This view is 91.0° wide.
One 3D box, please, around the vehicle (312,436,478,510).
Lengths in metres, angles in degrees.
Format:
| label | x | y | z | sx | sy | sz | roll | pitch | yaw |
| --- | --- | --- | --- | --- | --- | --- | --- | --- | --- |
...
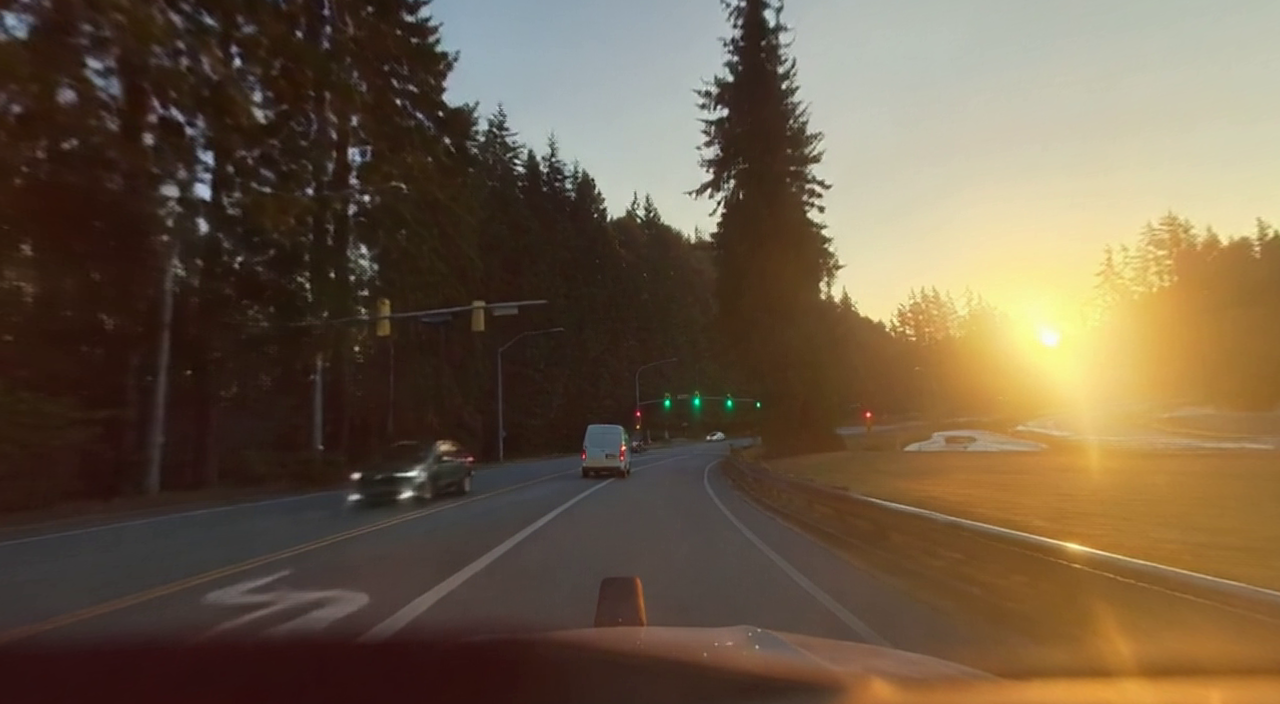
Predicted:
| label | x | y | z | sx | sy | sz | roll | pitch | yaw |
| --- | --- | --- | --- | --- | --- | --- | --- | --- | --- |
| vehicle | -5.489 | 2.759 | 14.855 | 1.968 | 1.460 | 4.486 | 0 | -8 | 2 |

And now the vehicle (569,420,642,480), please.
| label | x | y | z | sx | sy | sz | roll | pitch | yaw |
| --- | --- | --- | --- | --- | --- | --- | --- | --- | --- |
| vehicle | -1.261 | 3.975 | 25.654 | 2.362 | 2.185 | 5.212 | 0 | -8 | 4 |
